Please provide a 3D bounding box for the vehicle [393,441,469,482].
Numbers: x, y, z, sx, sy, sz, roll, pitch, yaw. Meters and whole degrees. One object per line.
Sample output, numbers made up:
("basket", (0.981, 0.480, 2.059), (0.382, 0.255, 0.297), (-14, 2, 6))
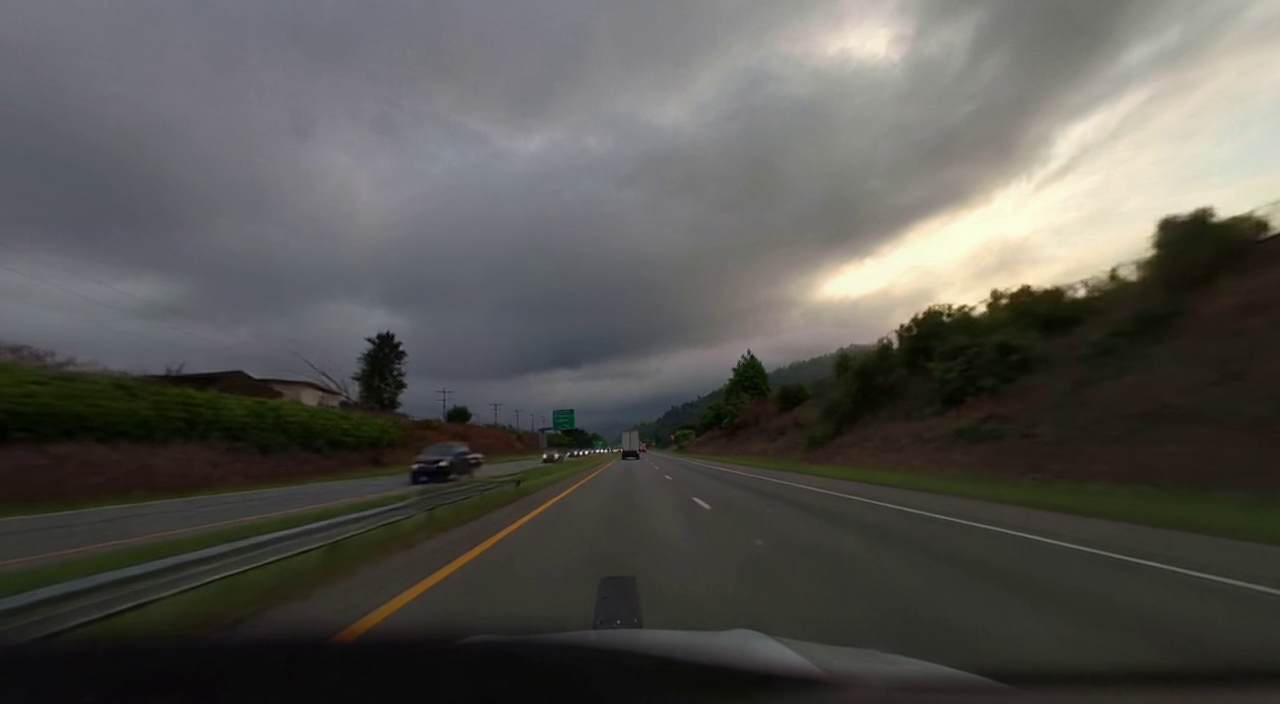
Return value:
("vehicle", (-9.916, 5.215, 30.188), (2.060, 1.779, 4.631), (0, -9, 0))
